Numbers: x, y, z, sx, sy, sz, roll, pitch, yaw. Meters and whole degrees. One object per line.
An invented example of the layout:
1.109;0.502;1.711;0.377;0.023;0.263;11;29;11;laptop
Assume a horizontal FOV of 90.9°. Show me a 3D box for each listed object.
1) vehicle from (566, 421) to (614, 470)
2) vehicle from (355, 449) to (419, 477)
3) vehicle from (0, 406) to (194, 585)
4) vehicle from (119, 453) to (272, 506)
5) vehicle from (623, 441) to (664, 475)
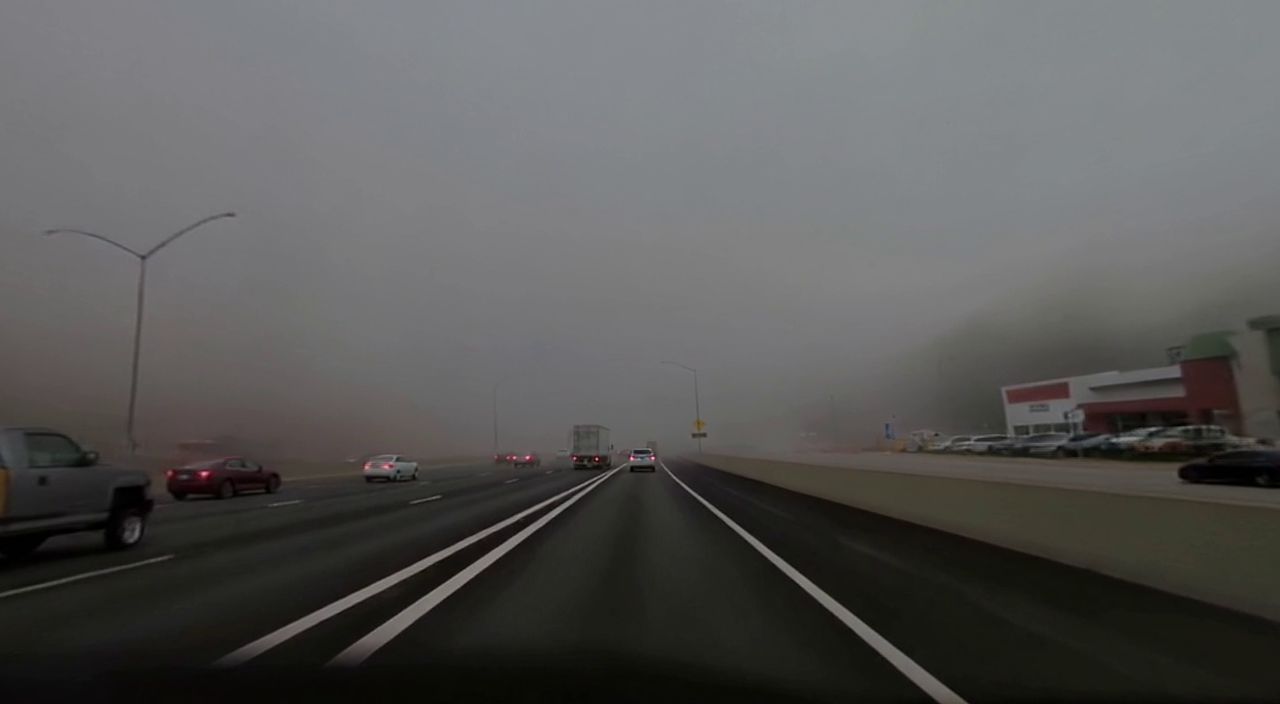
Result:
-3.701;7.213;48.866;2.796;3.426;8.553;0;-8;1;vehicle
-17.073;7.493;42.833;2.076;1.709;4.893;-1;-8;3;vehicle
-7.952;1.589;7.061;2.165;1.903;4.917;0;-8;2;vehicle
-14.490;4.136;20.919;1.805;1.508;4.331;0;-8;2;vehicle
0.219;6.025;36.064;2.227;1.794;4.646;0;-8;1;vehicle
